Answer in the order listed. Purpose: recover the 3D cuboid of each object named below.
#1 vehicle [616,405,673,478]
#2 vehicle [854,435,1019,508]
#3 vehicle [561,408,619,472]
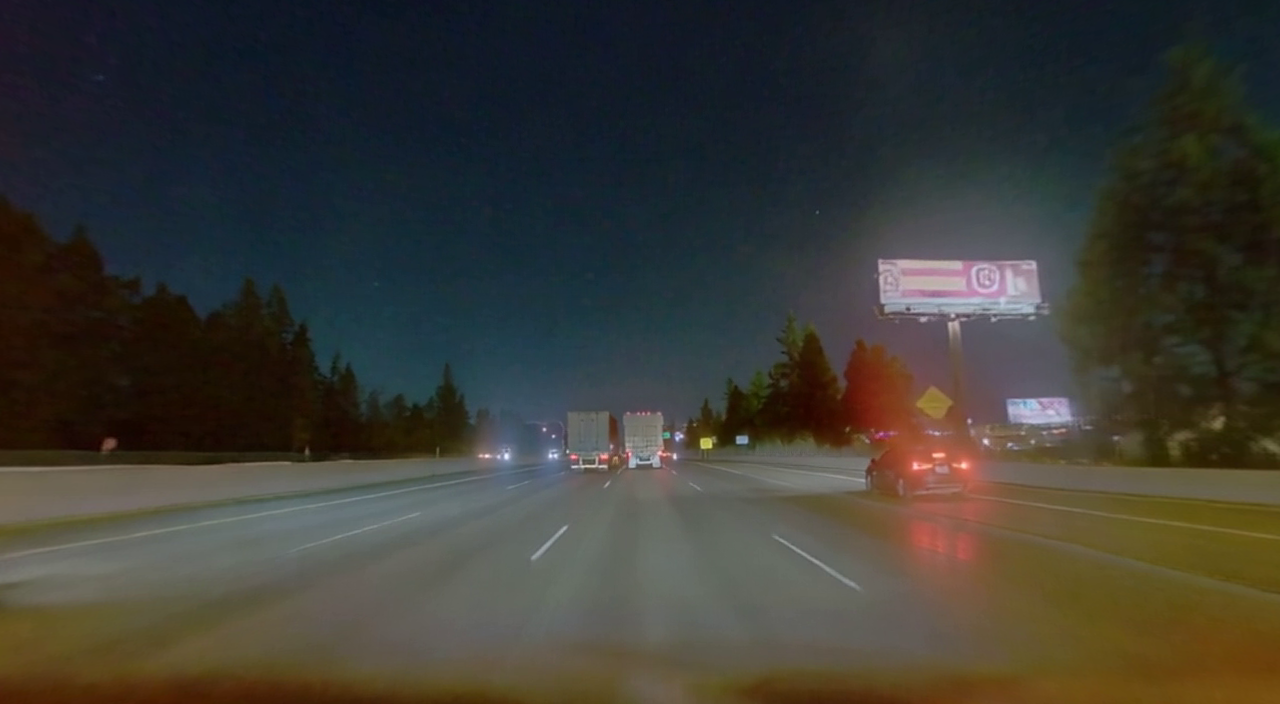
[{"bbox_3d":[0.226,5.494,40.407,3.054,3.944,11.230,-1,-6,0],"label":"vehicle"},{"bbox_3d":[7.239,2.944,16.032,1.969,1.560,4.394,0,-8,-1],"label":"vehicle"},{"bbox_3d":[-3.282,6.260,44.637,2.962,3.947,11.574,0,-8,1],"label":"vehicle"}]
